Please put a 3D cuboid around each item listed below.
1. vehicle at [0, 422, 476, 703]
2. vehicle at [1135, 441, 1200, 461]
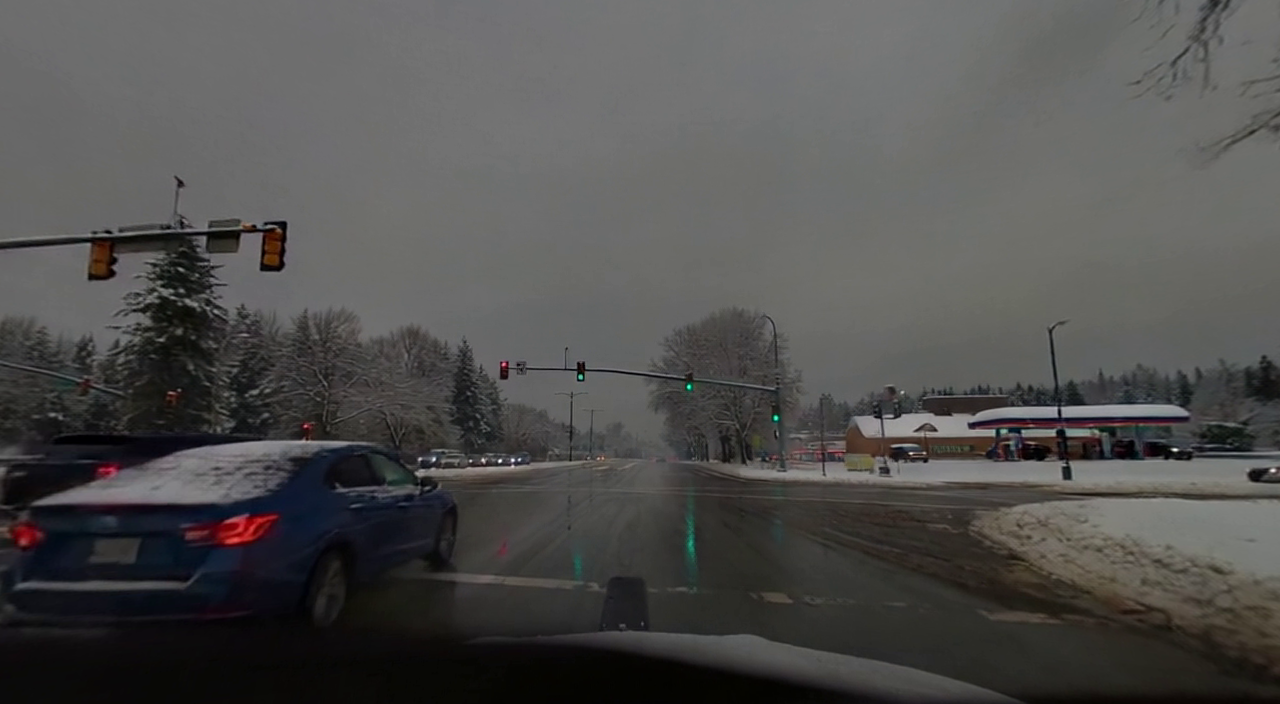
[{"bbox_3d":[-3.015,1.410,5.140,2.041,1.483,4.533,0,-9,1],"label":"vehicle"},{"bbox_3d":[40.503,7.618,48.410,3.518,1.433,1.763,1,-9,-5],"label":"vehicle"}]
